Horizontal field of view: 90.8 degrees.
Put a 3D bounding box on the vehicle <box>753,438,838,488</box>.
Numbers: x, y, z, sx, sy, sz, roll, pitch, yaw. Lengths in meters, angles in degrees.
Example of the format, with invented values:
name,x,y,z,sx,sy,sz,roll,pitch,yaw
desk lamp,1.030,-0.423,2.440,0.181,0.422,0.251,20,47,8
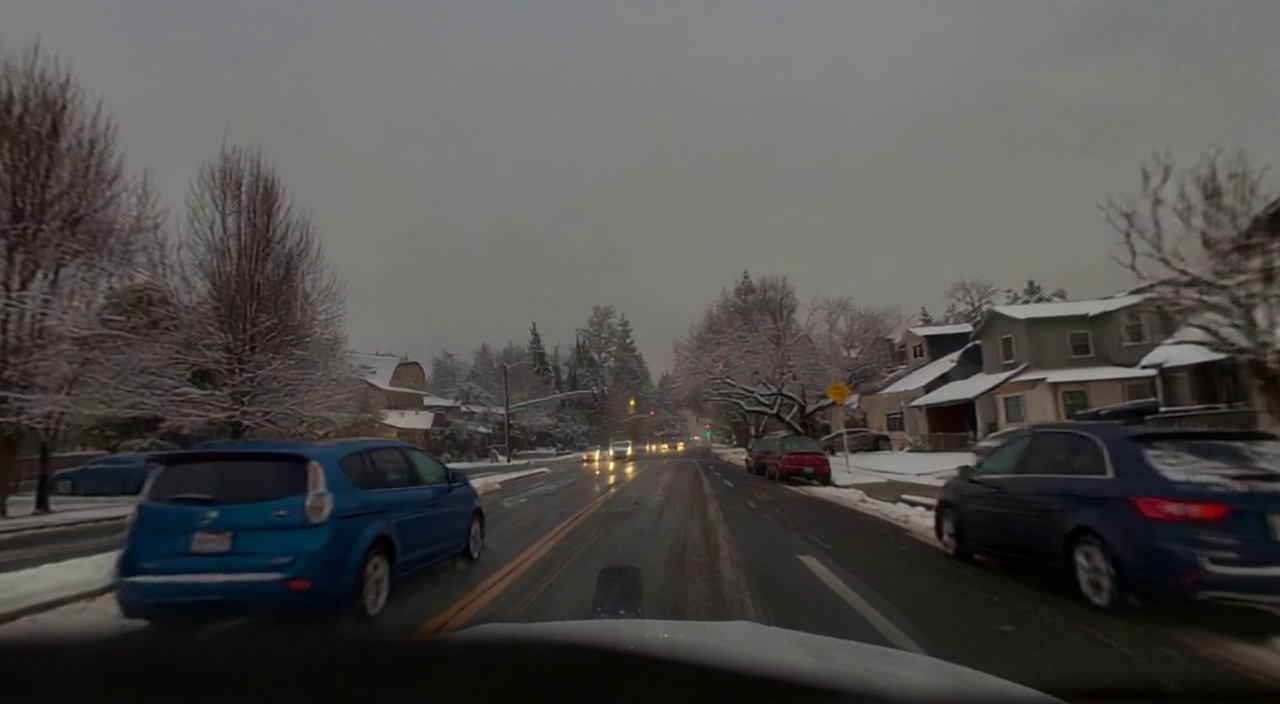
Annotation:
name,x,y,z,sx,sy,sz,roll,pitch,yaw
vehicle,5.141,3.726,21.541,1.964,1.485,4.454,-1,-8,3

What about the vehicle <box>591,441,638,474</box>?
name,x,y,z,sx,sy,sz,roll,pitch,yaw
vehicle,-1.211,5.244,31.551,1.986,1.508,4.261,-1,-8,3

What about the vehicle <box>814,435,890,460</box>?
name,x,y,z,sx,sy,sz,roll,pitch,yaw
vehicle,13.050,5.874,39.034,4.046,1.450,1.814,-1,-8,4

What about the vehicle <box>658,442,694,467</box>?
name,x,y,z,sx,sy,sz,roll,pitch,yaw
vehicle,2.197,6.399,39.587,2.081,1.475,4.361,0,-8,2

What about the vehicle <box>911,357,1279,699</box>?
name,x,y,z,sx,sy,sz,roll,pitch,yaw
vehicle,4.386,1.235,5.530,2.069,1.780,4.480,0,-8,1

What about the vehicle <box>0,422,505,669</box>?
name,x,y,z,sx,sy,sz,roll,pitch,yaw
vehicle,-2.979,1.534,6.207,2.069,1.510,4.325,-1,-8,4
